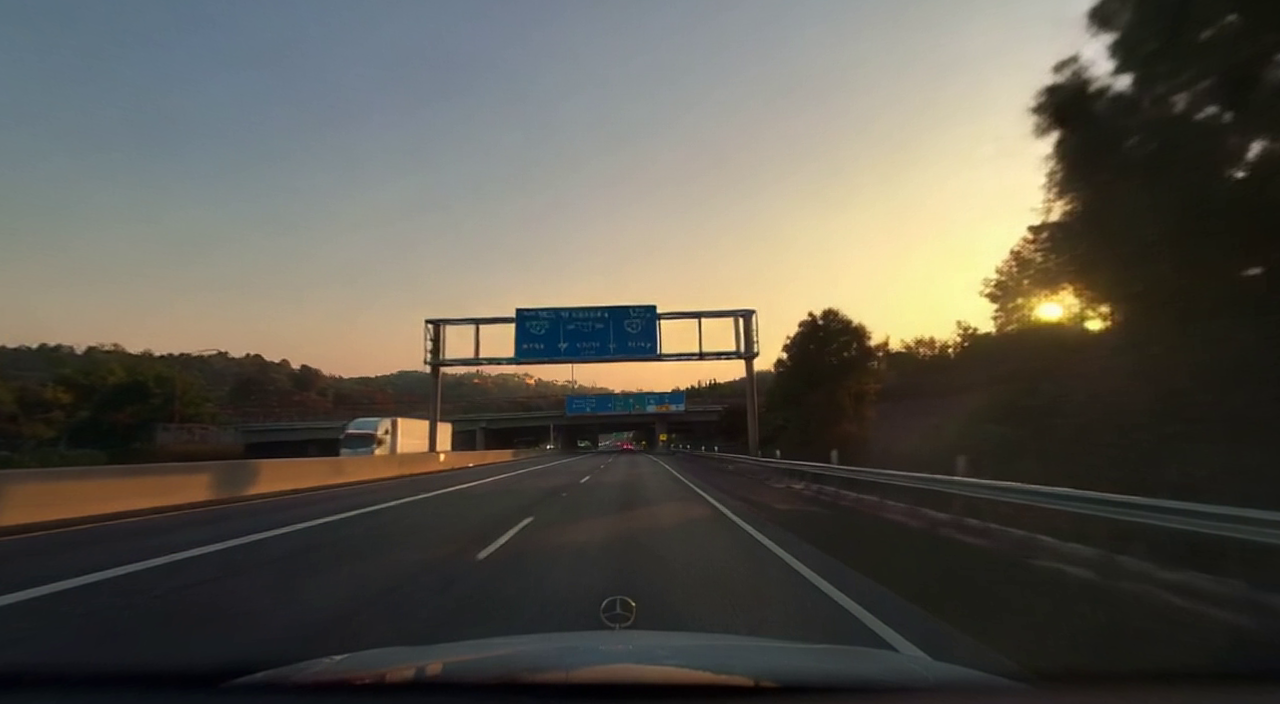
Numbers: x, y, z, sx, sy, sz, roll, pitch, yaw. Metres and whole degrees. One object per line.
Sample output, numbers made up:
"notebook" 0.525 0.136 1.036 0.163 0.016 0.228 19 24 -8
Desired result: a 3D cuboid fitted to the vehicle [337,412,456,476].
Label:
"vehicle" -17.319 6.751 46.452 3.238 3.929 13.277 -1 -8 1
